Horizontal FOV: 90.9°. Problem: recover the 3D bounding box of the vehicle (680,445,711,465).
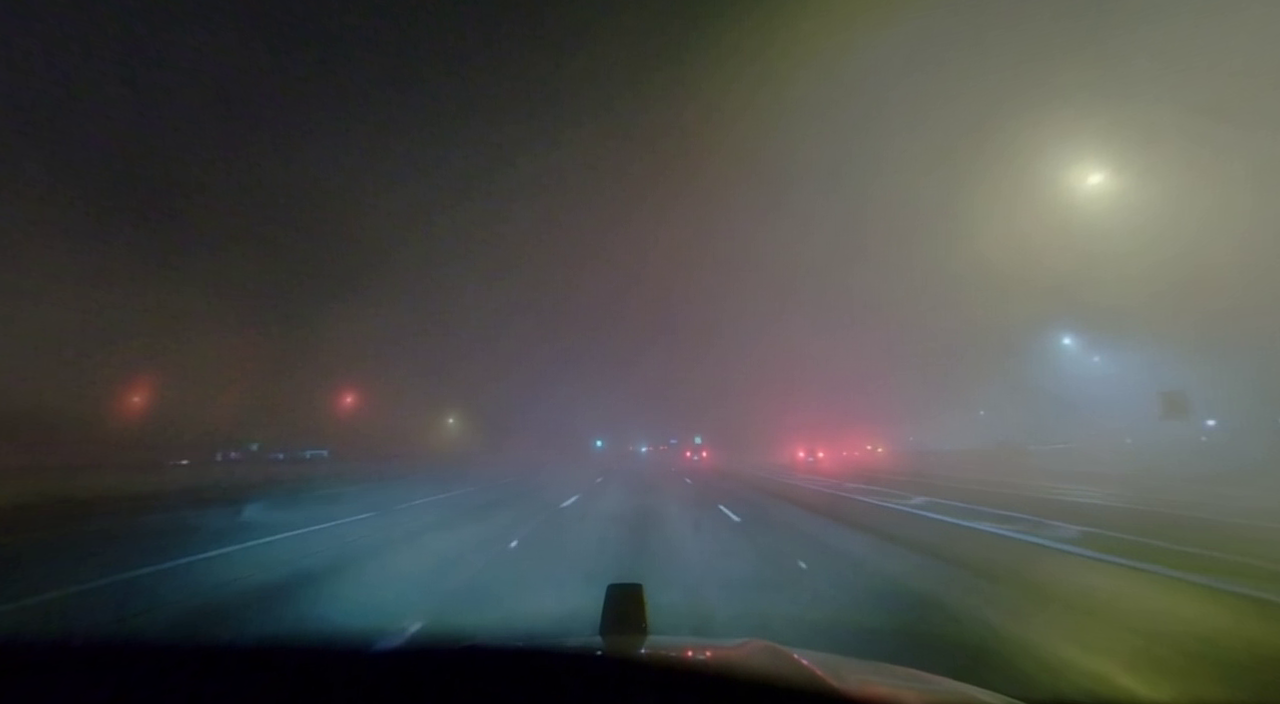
[{"bbox_3d":[4.166,7.790,47.888,1.912,1.478,4.125,0,-8,0],"label":"vehicle"}]
